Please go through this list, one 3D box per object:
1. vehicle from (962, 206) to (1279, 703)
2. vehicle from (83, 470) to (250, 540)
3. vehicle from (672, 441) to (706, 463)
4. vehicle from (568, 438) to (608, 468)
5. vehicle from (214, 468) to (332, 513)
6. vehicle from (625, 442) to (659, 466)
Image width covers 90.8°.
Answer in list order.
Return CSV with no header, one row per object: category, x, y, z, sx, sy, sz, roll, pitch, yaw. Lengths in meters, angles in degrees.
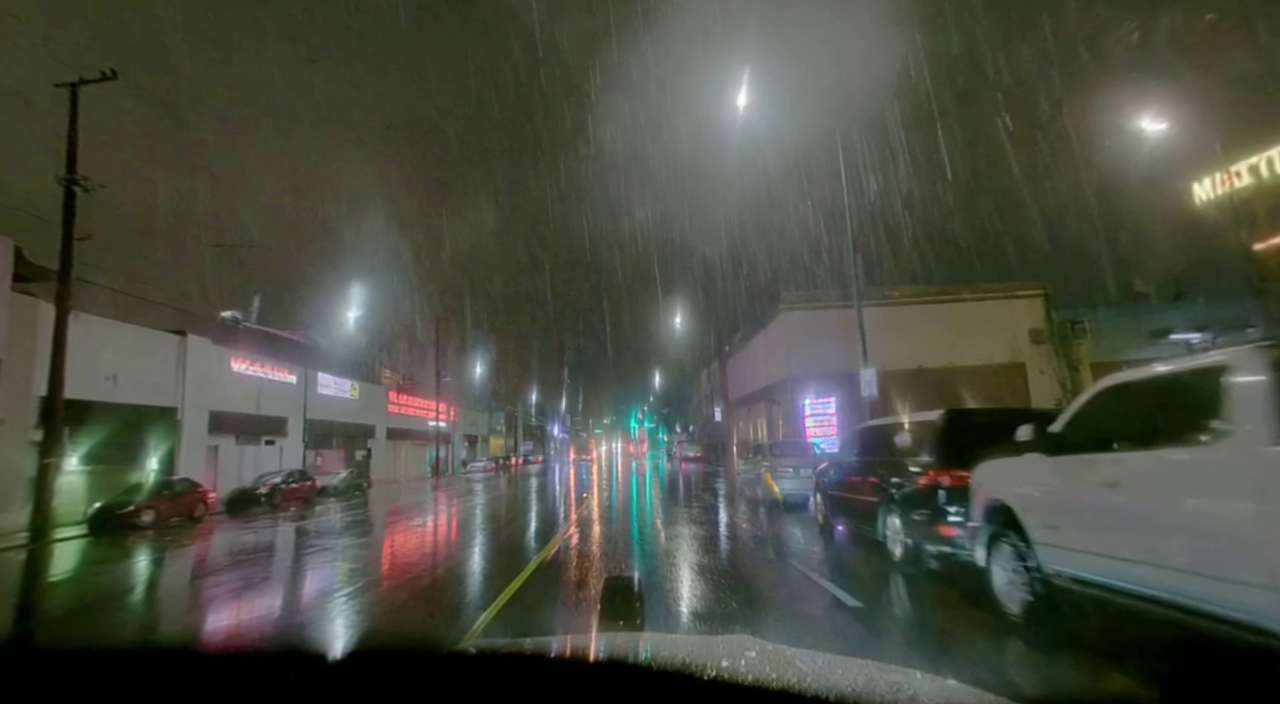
vehicle,3.445,0.336,1.076,2.620,1.939,5.968,0,-8,0
vehicle,-15.553,4.987,21.187,1.957,1.534,5.028,-5,-7,-3
vehicle,3.548,7.337,46.549,2.042,1.487,5.033,0,-8,-1
vehicle,-3.420,6.779,42.537,2.348,1.831,4.737,0,-8,-1
vehicle,-15.856,5.974,27.712,2.081,1.549,5.190,0,-8,0
vehicle,0.058,6.598,41.018,2.099,1.470,4.270,0,-8,-1
